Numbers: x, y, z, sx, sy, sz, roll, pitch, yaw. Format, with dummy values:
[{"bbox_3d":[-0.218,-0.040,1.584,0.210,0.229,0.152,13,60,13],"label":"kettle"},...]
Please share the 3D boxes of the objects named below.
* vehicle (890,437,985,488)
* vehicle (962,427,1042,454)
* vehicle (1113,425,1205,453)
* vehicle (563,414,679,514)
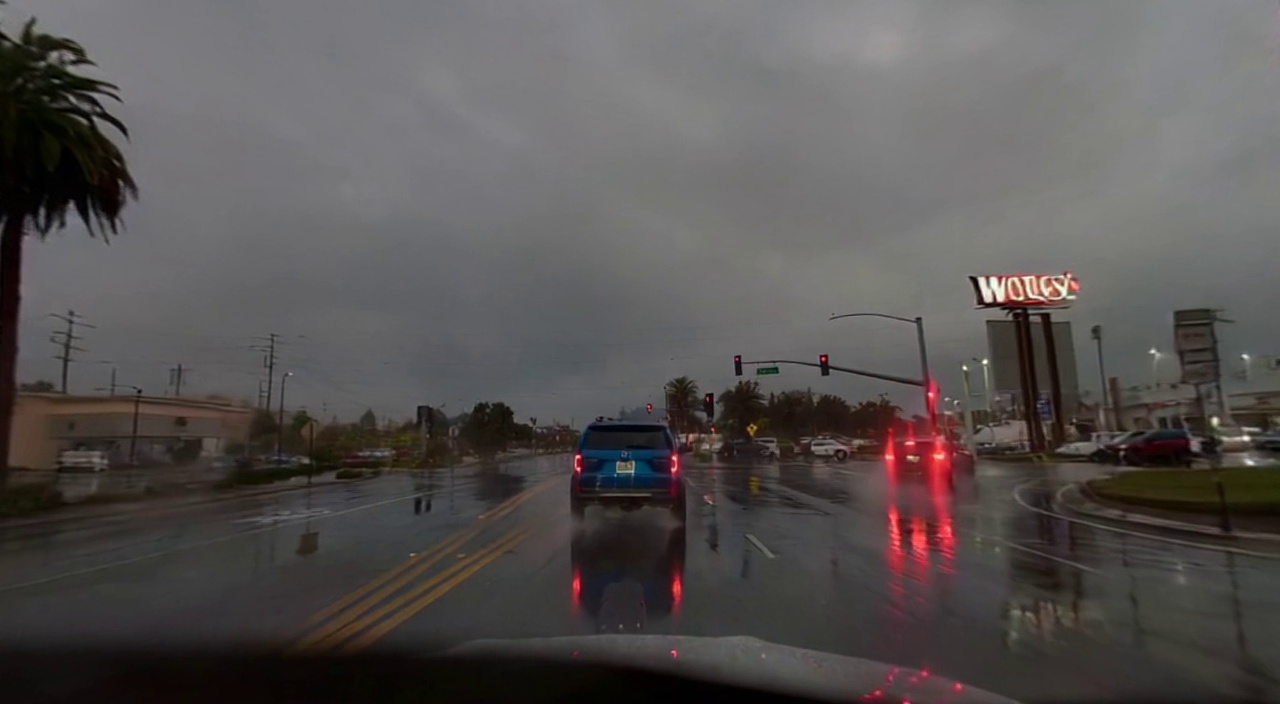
[{"bbox_3d":[10.592,3.831,22.316,2.086,1.560,4.542,-6,-10,36],"label":"vehicle"},{"bbox_3d":[25.294,6.190,44.205,4.641,1.778,1.958,-6,-10,33],"label":"vehicle"},{"bbox_3d":[32.305,5.444,39.485,4.167,1.655,1.841,-5,-10,32],"label":"vehicle"},{"bbox_3d":[-0.312,2.545,14.812,2.263,1.932,4.709,0,-8,2],"label":"vehicle"}]
